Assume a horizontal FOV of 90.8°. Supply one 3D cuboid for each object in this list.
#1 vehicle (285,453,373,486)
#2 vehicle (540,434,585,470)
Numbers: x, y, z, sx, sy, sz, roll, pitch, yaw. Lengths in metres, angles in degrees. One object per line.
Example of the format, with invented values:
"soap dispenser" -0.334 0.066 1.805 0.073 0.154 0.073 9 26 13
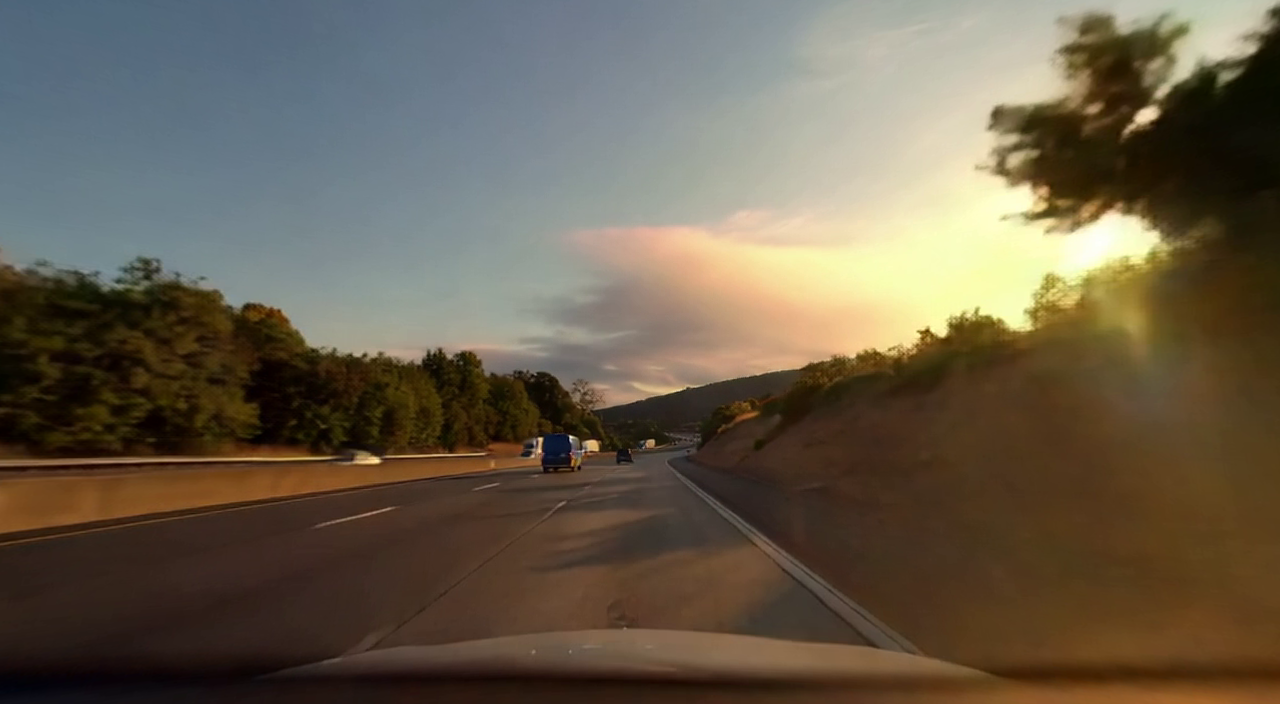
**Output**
"vehicle" -15.105 5.703 30.983 1.928 1.463 4.691 0 -9 0
"vehicle" -5.741 7.515 47.424 2.449 2.471 6.130 -1 -9 1
